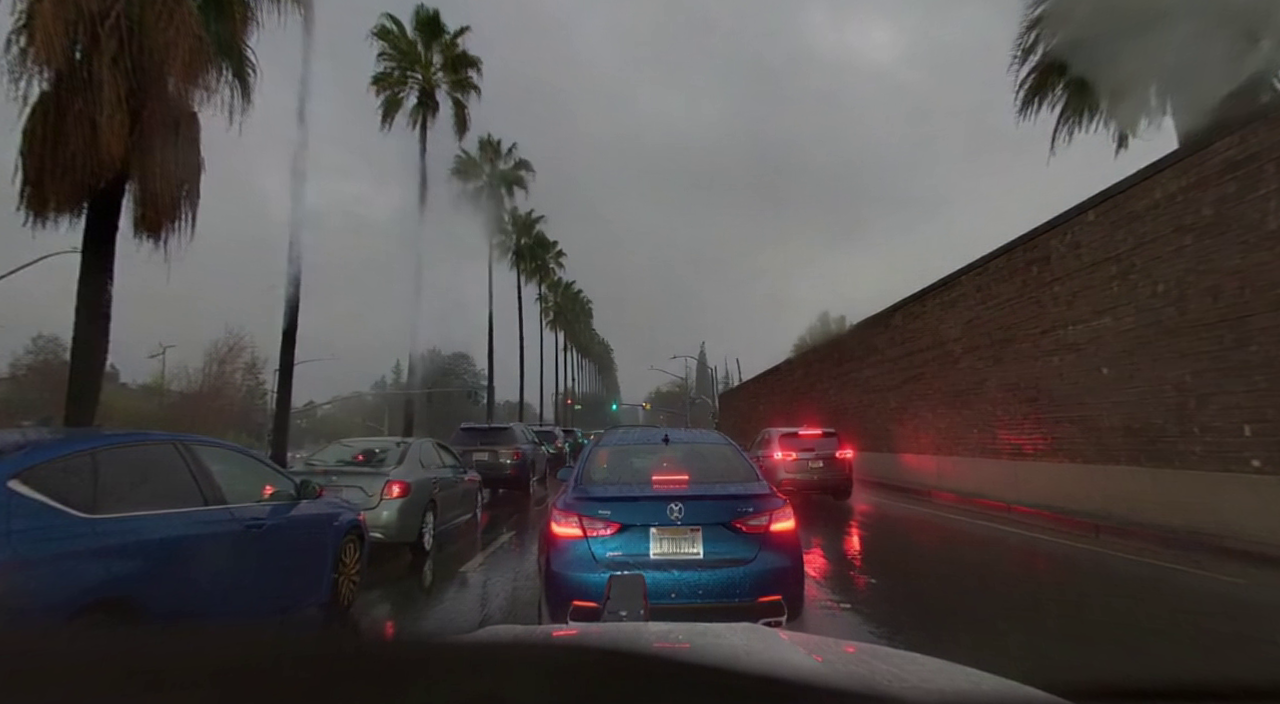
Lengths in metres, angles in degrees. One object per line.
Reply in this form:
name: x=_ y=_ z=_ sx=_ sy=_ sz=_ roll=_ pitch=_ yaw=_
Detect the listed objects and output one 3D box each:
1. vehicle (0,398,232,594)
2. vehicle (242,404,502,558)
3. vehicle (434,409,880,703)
vehicle: x=-6.666 y=1.400 z=6.393 sx=1.963 sy=1.721 sz=4.662 roll=0 pitch=-8 yaw=-2
vehicle: x=-3.515 y=1.775 z=9.288 sx=2.055 sy=1.746 sz=4.136 roll=0 pitch=-8 yaw=-1
vehicle: x=0.043 y=1.334 z=5.203 sx=2.128 sy=1.473 sz=4.272 roll=0 pitch=-8 yaw=-1
